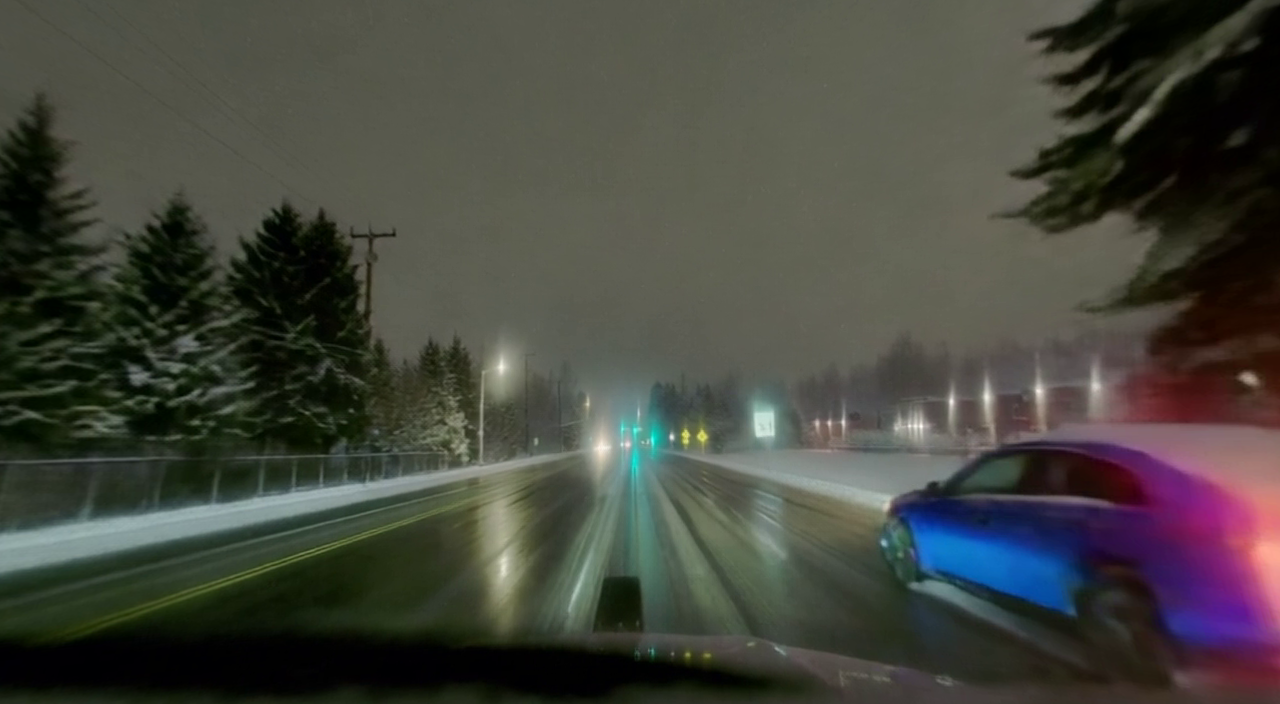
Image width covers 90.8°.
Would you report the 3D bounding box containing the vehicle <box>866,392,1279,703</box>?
[{"bbox_3d":[2.848,0.998,2.745,2.042,1.469,4.470,0,-8,-1],"label":"vehicle"}]
